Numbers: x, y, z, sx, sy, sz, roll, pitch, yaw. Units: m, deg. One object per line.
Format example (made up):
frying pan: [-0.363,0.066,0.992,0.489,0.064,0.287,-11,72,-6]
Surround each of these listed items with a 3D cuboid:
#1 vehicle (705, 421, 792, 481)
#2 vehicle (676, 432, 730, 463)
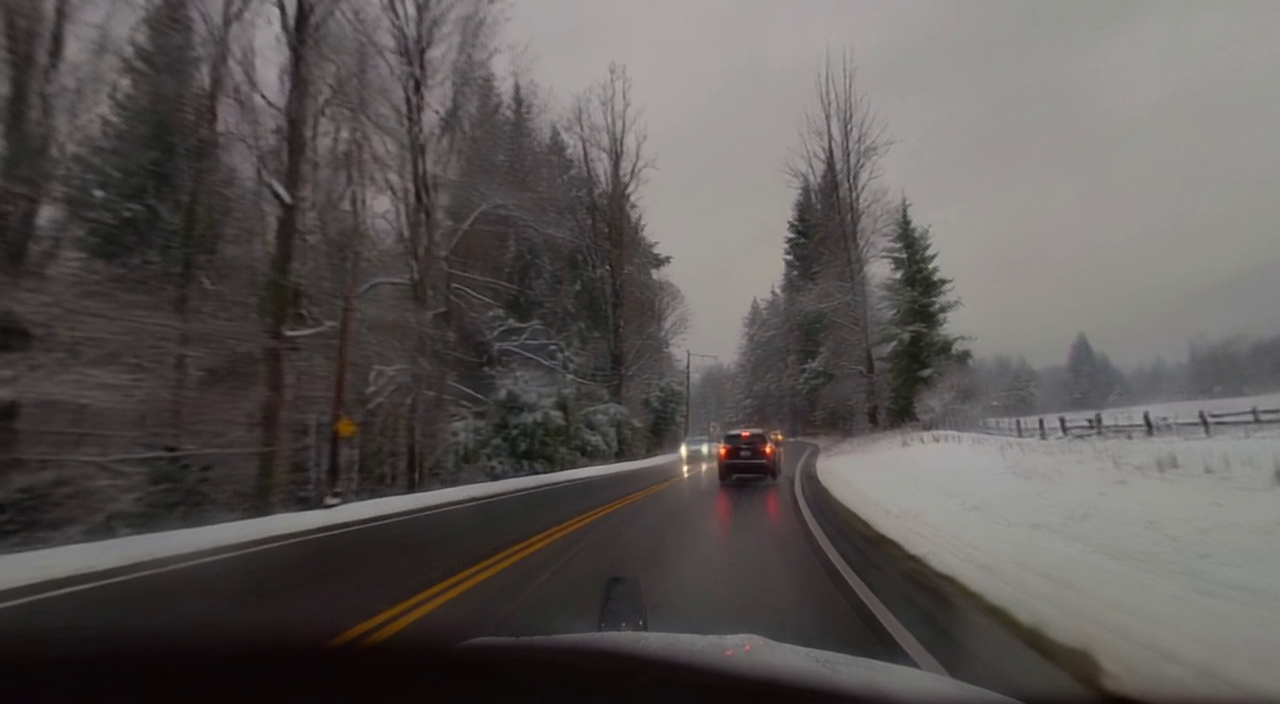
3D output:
vehicle: [3.389,2.985,19.185,2.274,1.583,4.349,-2,-9,12]
vehicle: [3.540,5.220,34.607,2.143,1.586,4.238,-3,-9,16]
